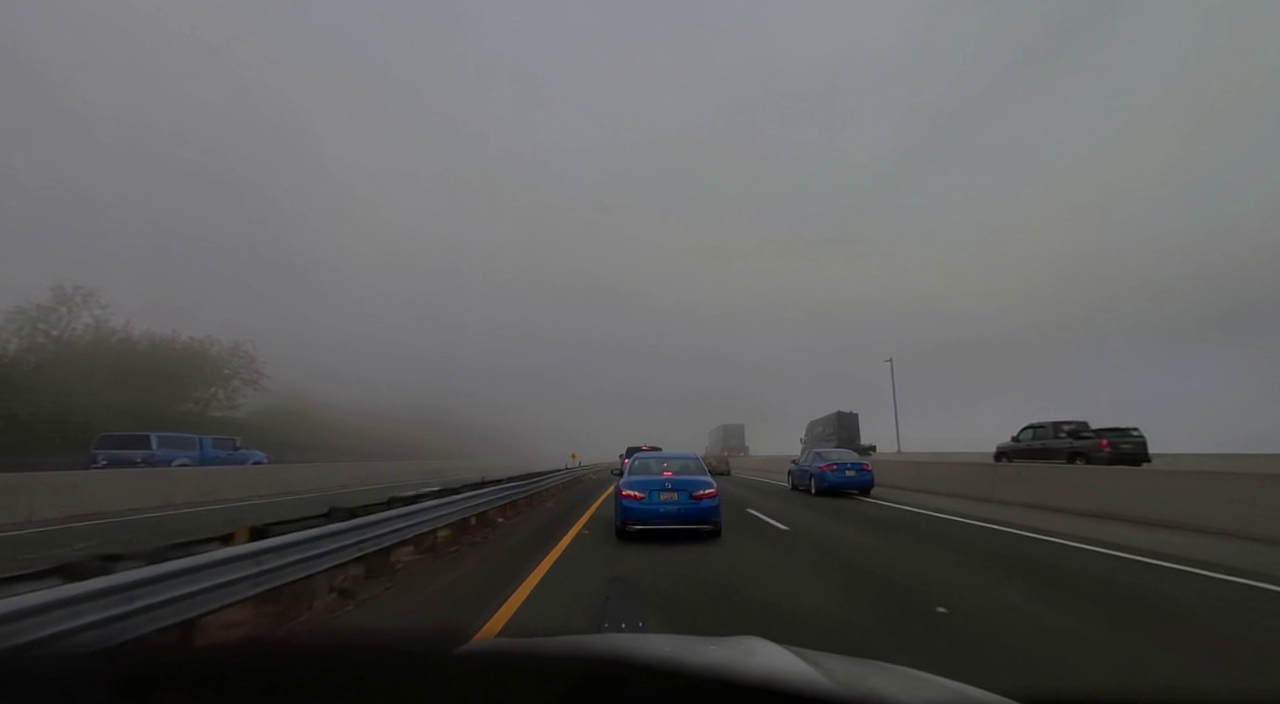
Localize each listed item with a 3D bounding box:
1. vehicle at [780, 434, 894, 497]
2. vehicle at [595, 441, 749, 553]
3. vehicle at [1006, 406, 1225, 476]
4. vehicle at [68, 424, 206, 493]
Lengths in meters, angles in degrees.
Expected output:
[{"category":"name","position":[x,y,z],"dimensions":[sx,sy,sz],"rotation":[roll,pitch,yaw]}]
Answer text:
[{"category":"vehicle","position":[6.293,3.695,20.810],"dimensions":[2.177,1.827,4.565],"rotation":[0,-9,-1]},{"category":"vehicle","position":[0.407,2.261,10.462],"dimensions":[2.076,1.485,3.774],"rotation":[0,-9,-1]},{"category":"vehicle","position":[31.511,6.212,43.403],"dimensions":[2.822,3.996,14.073],"rotation":[1,-9,-7]},{"category":"vehicle","position":[-33.549,7.101,42.580],"dimensions":[2.902,3.981,7.819],"rotation":[-3,-8,0]}]
